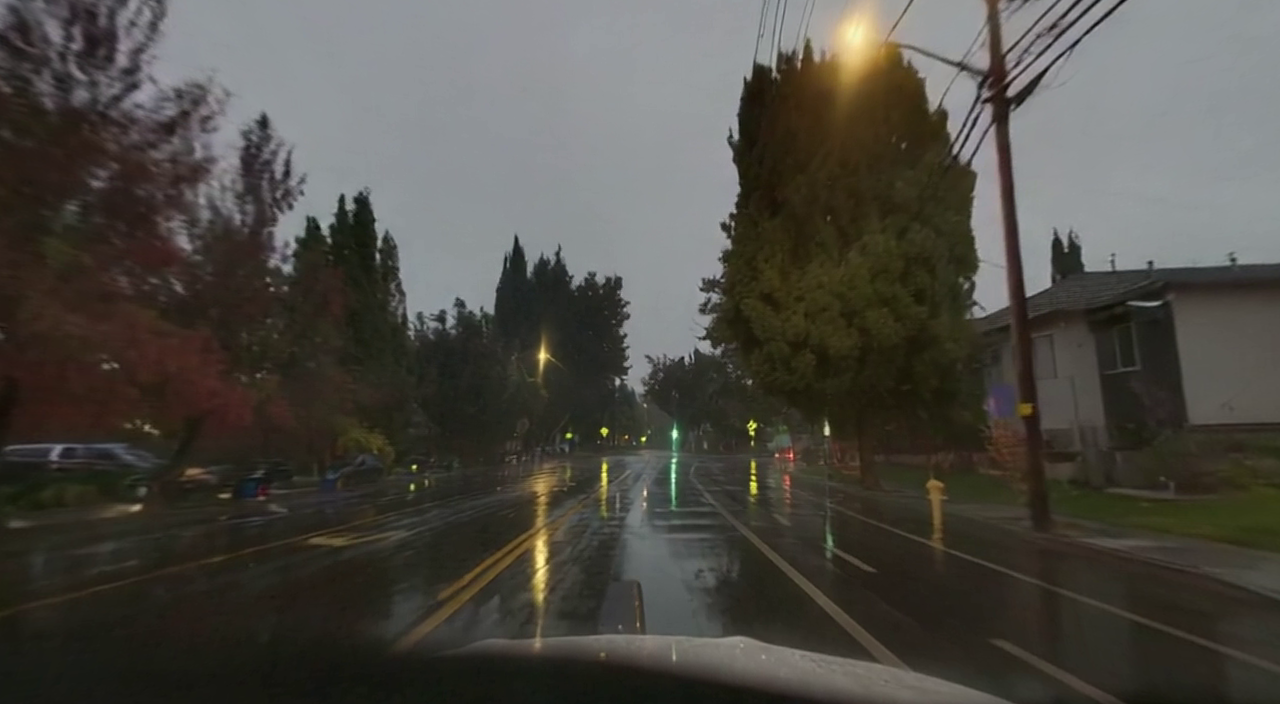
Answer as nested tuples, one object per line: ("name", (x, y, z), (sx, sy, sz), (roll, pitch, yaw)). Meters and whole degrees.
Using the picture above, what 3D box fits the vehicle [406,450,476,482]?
("vehicle", (-10.738, 6.160, 34.340), (1.945, 1.514, 4.635), (0, -8, 5))

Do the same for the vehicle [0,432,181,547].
("vehicle", (-11.870, 2.588, 12.008), (2.114, 1.925, 5.449), (-3, -9, 0))

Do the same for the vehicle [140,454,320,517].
("vehicle", (-11.559, 3.741, 18.246), (1.908, 1.491, 4.627), (0, -8, 4))

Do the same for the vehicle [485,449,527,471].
("vehicle", (-9.691, 7.856, 45.832), (1.900, 1.471, 4.462), (0, -8, 3))

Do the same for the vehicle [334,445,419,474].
("vehicle", (-16.452, 6.691, 39.434), (4.411, 1.737, 1.950), (1, -8, -4))
